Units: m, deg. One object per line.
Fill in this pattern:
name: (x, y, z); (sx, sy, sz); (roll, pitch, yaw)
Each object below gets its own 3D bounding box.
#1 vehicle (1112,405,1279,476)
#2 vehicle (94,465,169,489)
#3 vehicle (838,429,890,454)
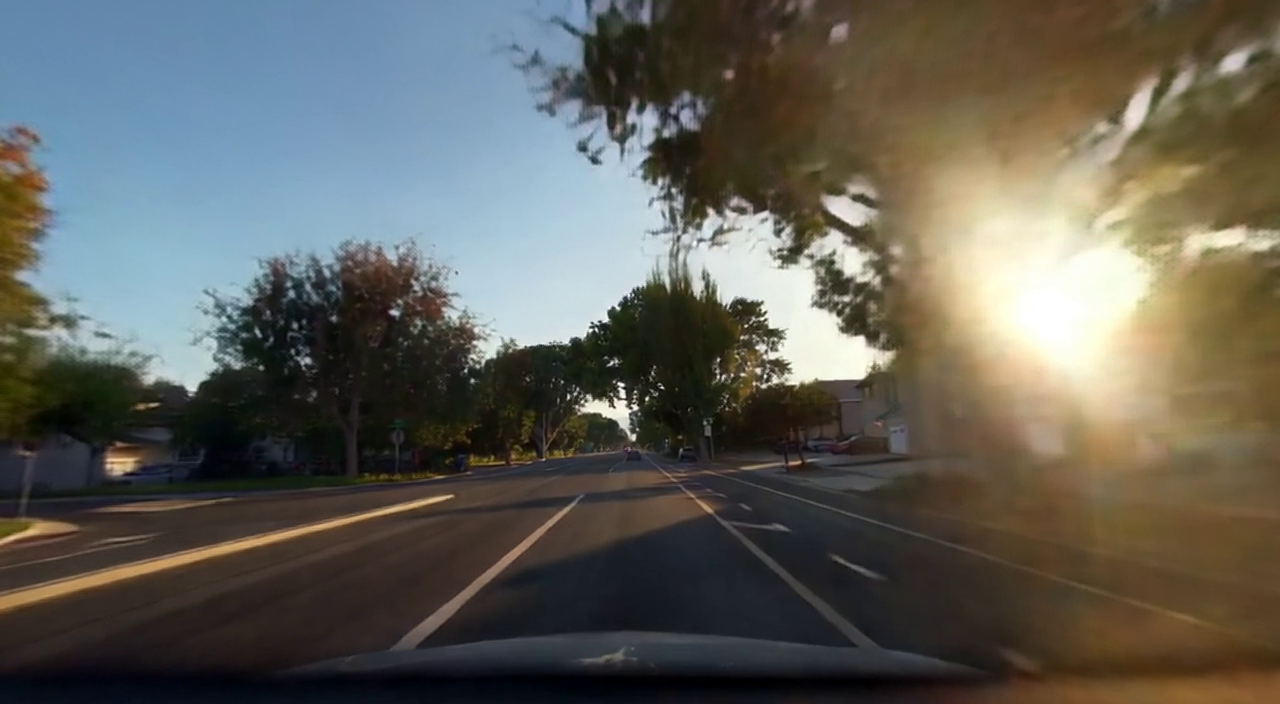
vehicle: (16.281, 2.374, 17.394); (4.843, 1.594, 2.127); (-4, -9, -3)
vehicle: (-34.122, 8.386, 42.530); (1.774, 1.430, 4.131); (0, -9, -5)
vehicle: (15.030, 6.095, 42.698); (1.908, 1.610, 4.582); (0, -9, 2)
